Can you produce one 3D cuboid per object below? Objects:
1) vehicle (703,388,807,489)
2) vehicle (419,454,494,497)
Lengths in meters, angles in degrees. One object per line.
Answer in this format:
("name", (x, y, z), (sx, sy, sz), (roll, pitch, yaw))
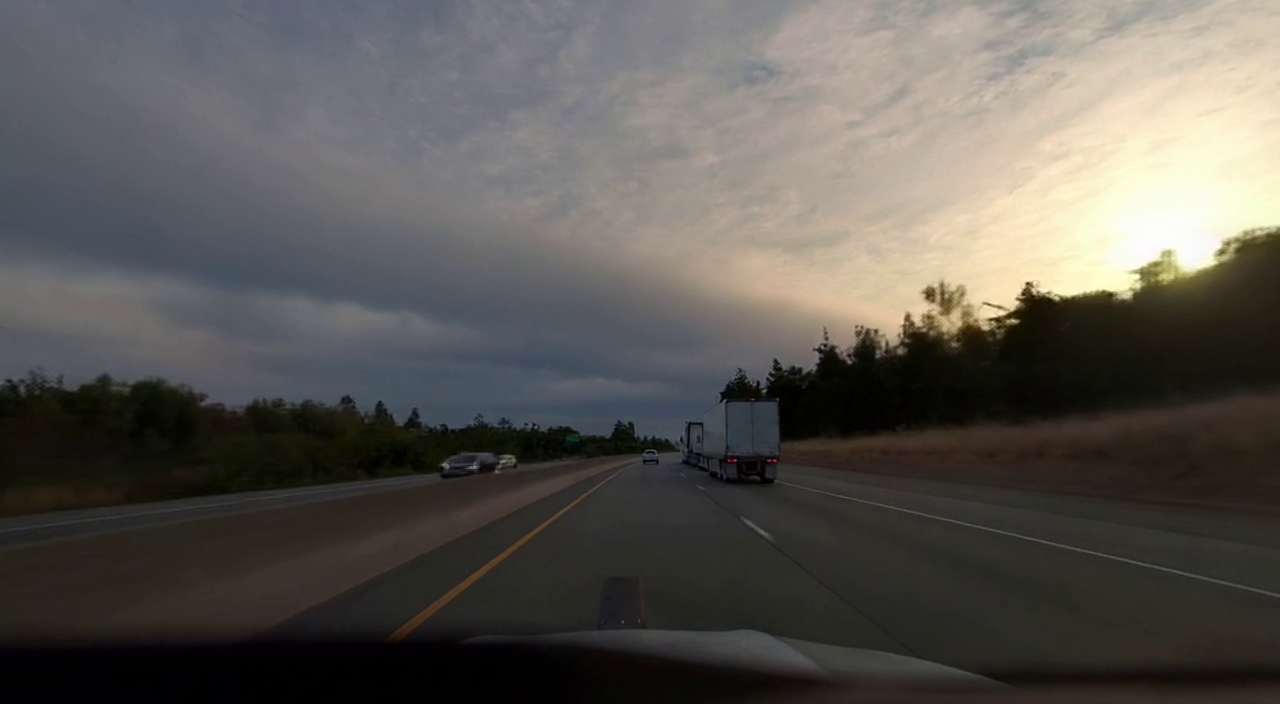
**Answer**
("vehicle", (4.640, 3.956, 28.171), (2.866, 3.558, 11.674), (0, -9, 2))
("vehicle", (-8.456, 5.719, 29.528), (2.058, 1.818, 4.536), (0, -9, 1))
